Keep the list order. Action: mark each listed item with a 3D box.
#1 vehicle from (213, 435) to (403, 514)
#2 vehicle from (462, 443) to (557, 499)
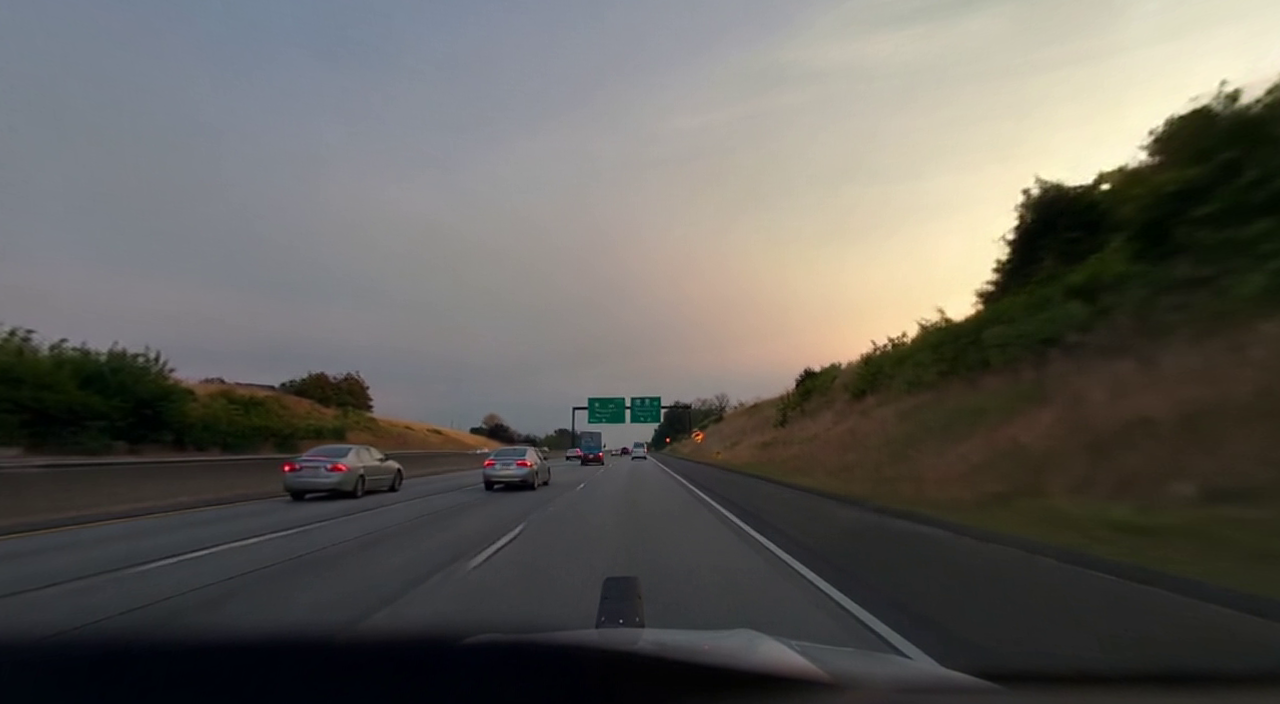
[{"bbox_3d":[-7.437,2.774,14.750,2.091,1.558,4.220,0,-9,0],"label":"vehicle"},{"bbox_3d":[-3.668,3.424,18.450,1.924,1.436,3.915,0,-9,0],"label":"vehicle"}]
